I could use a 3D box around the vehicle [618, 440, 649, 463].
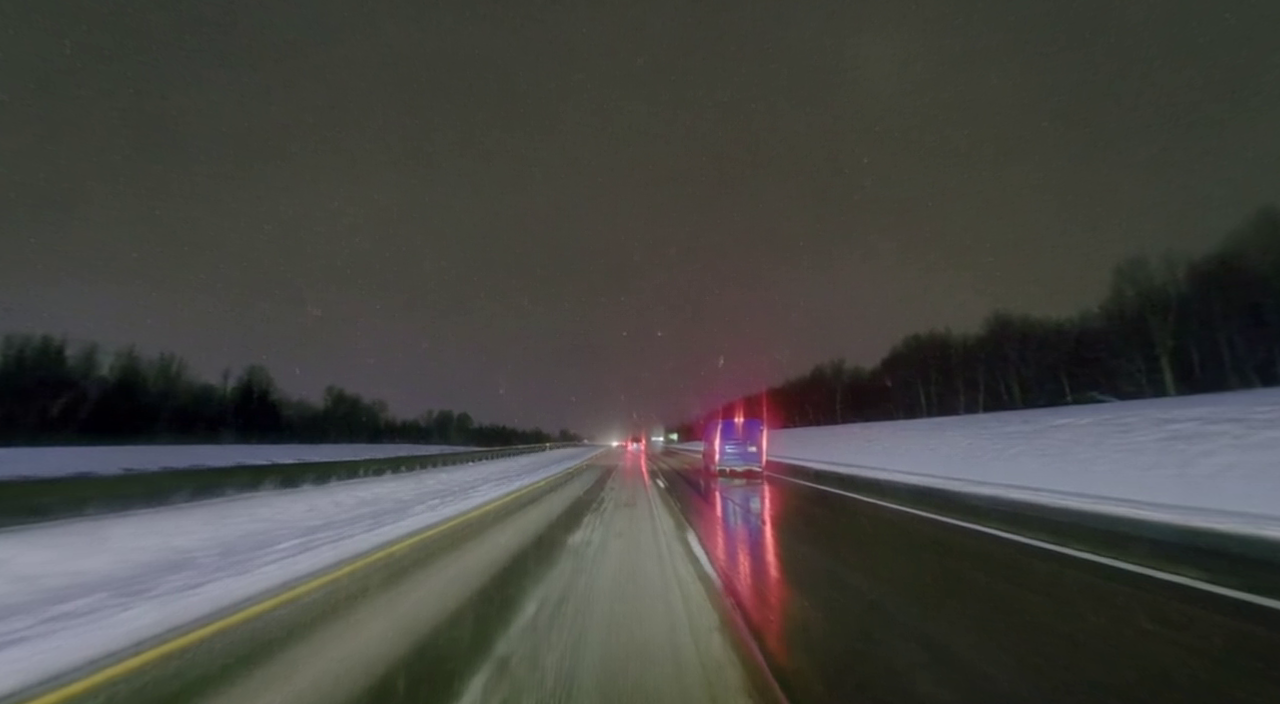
[{"bbox_3d":[-0.450,6.868,43.530,2.005,1.466,3.739,0,-8,0],"label":"vehicle"}]

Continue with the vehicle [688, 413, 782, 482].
[{"bbox_3d":[3.048,3.218,21.372,2.269,2.048,4.679,0,-8,-2],"label":"vehicle"}]
